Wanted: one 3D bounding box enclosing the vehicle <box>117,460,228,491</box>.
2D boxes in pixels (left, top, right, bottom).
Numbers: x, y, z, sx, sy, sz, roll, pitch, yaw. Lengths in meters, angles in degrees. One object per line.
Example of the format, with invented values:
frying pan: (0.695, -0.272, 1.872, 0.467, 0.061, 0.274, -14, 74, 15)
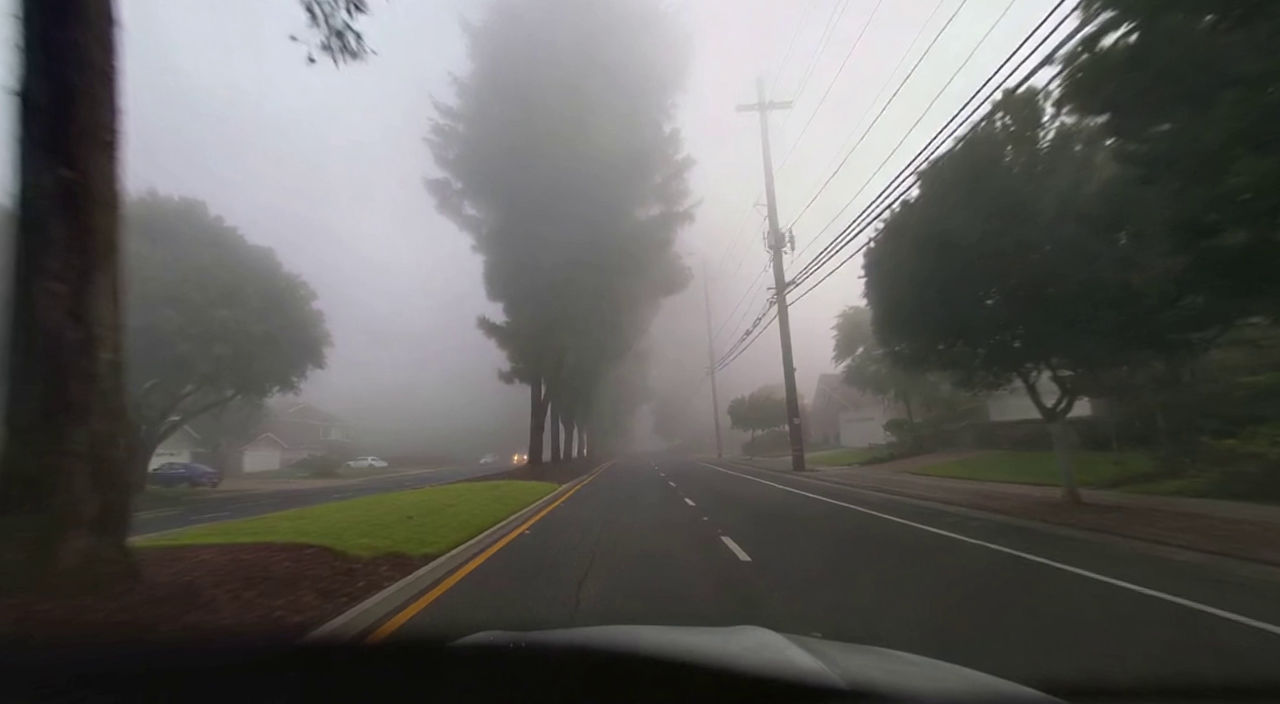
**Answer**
vehicle: (-26.999, 7.142, 36.567, 4.929, 1.667, 1.930, -1, -9, 2)
